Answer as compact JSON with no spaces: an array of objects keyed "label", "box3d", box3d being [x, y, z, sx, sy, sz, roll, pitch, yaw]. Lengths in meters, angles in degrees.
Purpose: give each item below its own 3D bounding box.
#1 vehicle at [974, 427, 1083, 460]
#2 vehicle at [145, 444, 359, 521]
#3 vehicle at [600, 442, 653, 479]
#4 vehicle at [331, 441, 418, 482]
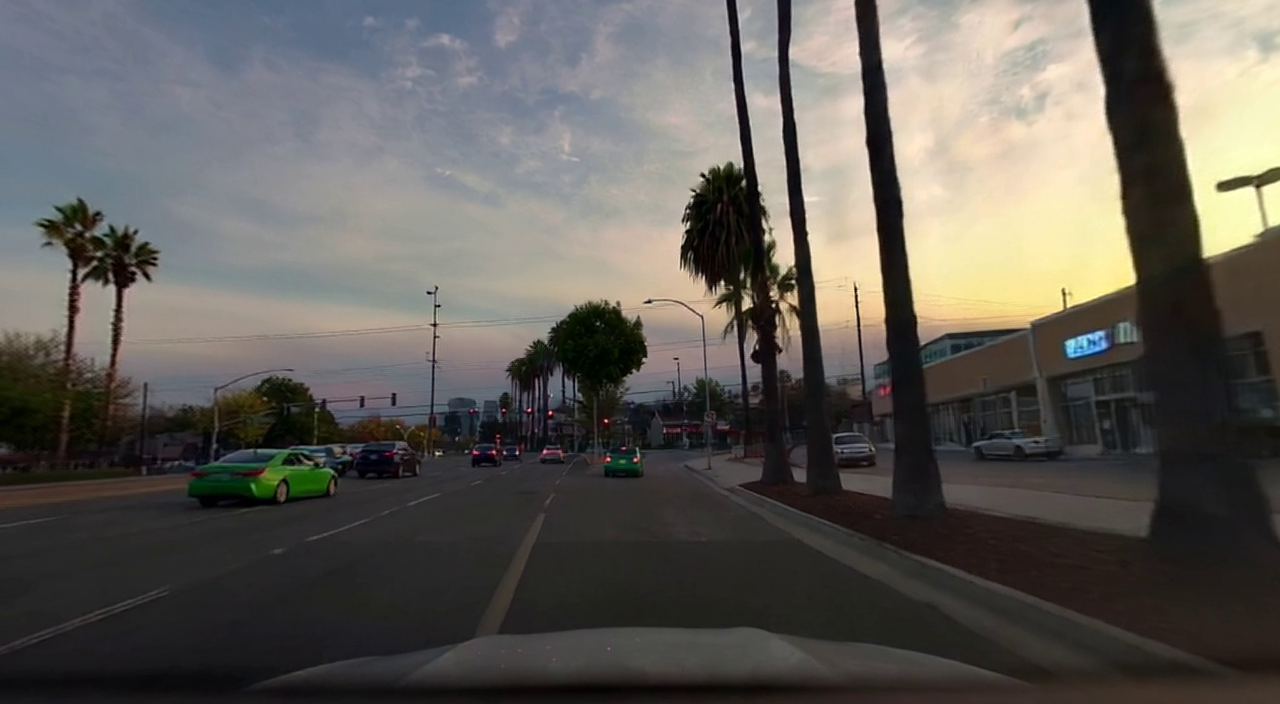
[{"label":"vehicle","box3d":[18.582,4.457,30.485,1.882,1.463,4.550,1,-10,-9]},{"label":"vehicle","box3d":[-8.455,2.846,14.401,1.958,1.455,4.504,0,-9,1]},{"label":"vehicle","box3d":[-0.500,4.809,28.256,2.070,1.493,4.570,-1,-9,3]},{"label":"vehicle","box3d":[-11.881,4.905,28.688,2.108,1.669,5.076,1,-9,-5]}]
